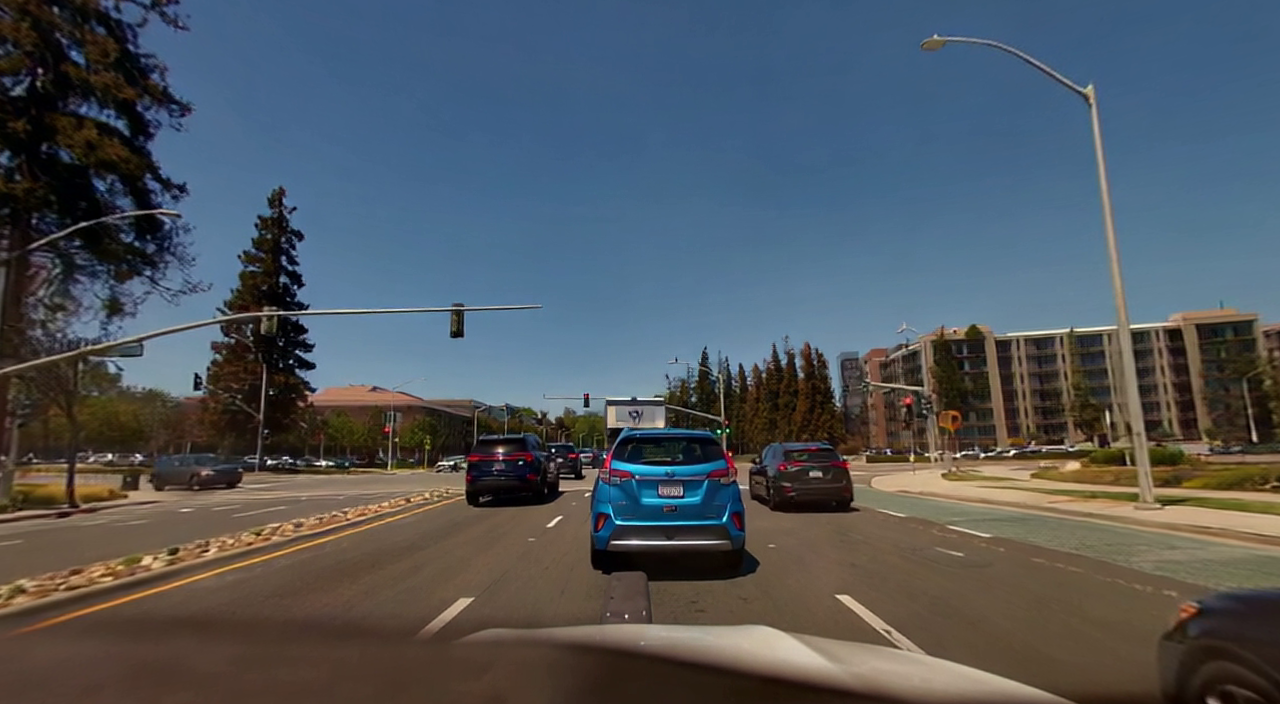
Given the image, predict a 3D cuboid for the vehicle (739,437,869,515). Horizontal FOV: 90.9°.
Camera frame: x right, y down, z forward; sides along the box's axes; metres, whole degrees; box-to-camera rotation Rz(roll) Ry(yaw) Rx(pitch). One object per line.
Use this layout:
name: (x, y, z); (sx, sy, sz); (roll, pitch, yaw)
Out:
vehicle: (3.710, 2.871, 15.083); (1.954, 1.592, 3.992); (0, -9, -1)

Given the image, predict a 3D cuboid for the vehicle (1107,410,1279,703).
vehicle: (3.440, 0.751, 0.898); (1.958, 1.500, 4.687); (0, -8, 0)

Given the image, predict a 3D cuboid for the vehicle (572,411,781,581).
vehicle: (0.367, 1.834, 8.842); (2.172, 1.764, 4.338); (0, -8, 0)

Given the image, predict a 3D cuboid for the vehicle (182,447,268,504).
vehicle: (-13.583, 3.965, 20.860); (1.926, 1.636, 4.395); (4, -10, -29)

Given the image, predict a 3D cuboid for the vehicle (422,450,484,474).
vehicle: (-12.741, 7.451, 42.818); (4.308, 1.497, 1.876); (-7, -11, 39)

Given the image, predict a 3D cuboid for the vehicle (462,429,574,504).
vehicle: (-3.270, 3.193, 18.022); (2.209, 1.828, 4.847); (0, -9, 0)
